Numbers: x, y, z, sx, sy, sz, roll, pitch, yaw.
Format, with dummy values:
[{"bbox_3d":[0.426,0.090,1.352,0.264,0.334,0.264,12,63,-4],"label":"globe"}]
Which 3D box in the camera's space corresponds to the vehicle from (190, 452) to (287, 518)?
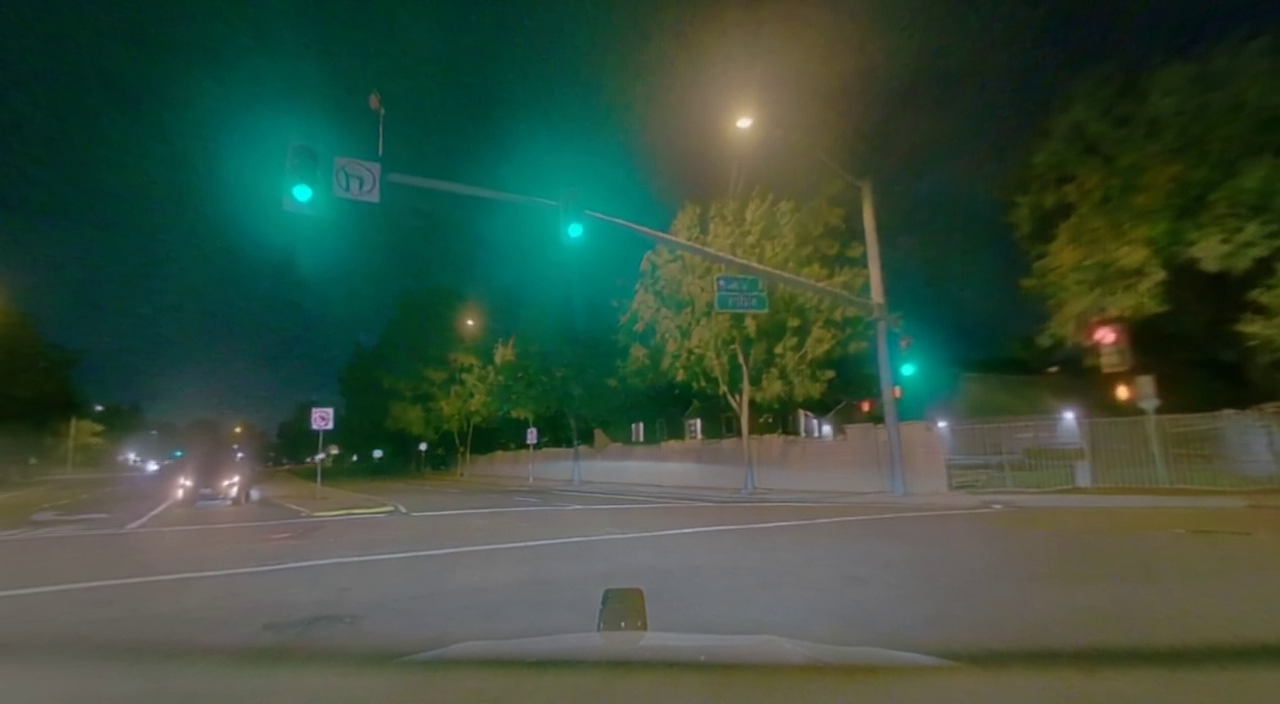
[{"bbox_3d":[-11.074,3.523,17.296,1.912,1.464,4.652,5,-10,-33],"label":"vehicle"}]
